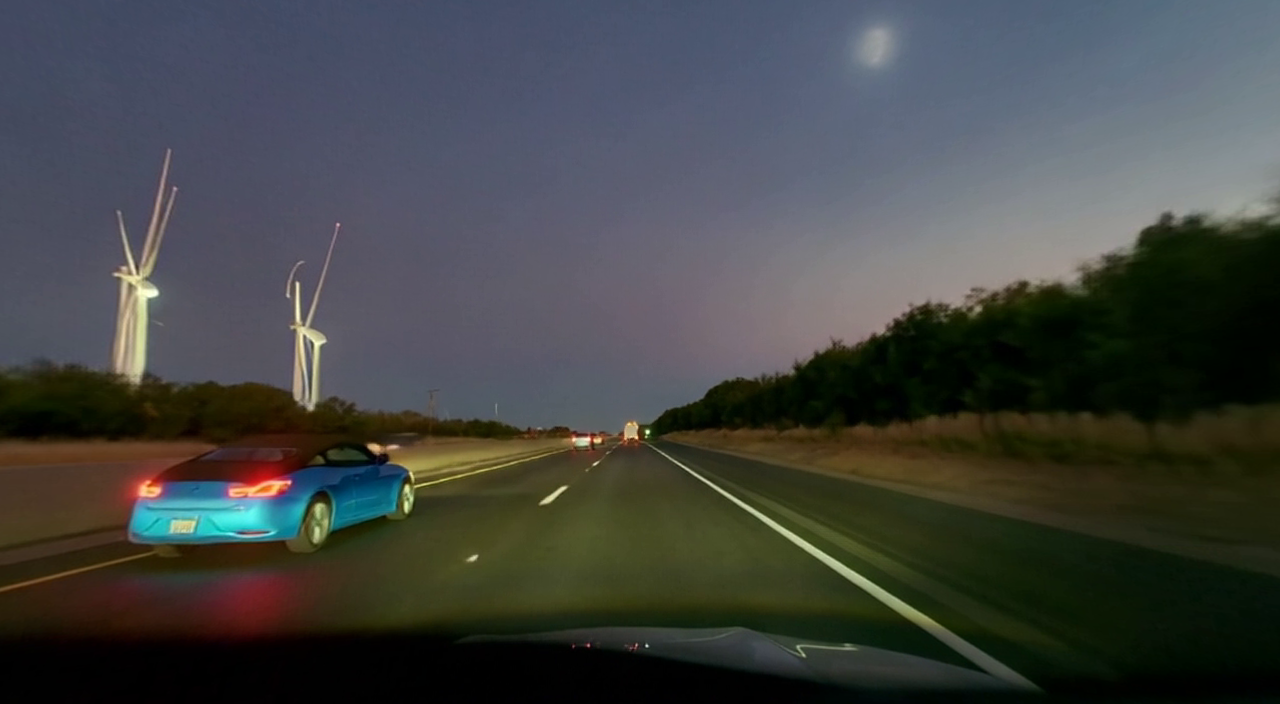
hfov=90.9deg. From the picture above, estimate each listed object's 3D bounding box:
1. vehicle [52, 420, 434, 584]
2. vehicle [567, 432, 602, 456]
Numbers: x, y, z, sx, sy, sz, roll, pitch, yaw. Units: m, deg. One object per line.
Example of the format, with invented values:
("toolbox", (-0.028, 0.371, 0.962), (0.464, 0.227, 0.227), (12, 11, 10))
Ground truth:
("vehicle", (-4.158, 1.597, 7.648), (1.969, 1.413, 4.194), (0, -8, -1))
("vehicle", (-3.621, 6.058, 41.542), (2.024, 1.456, 3.754), (0, -8, -1))
